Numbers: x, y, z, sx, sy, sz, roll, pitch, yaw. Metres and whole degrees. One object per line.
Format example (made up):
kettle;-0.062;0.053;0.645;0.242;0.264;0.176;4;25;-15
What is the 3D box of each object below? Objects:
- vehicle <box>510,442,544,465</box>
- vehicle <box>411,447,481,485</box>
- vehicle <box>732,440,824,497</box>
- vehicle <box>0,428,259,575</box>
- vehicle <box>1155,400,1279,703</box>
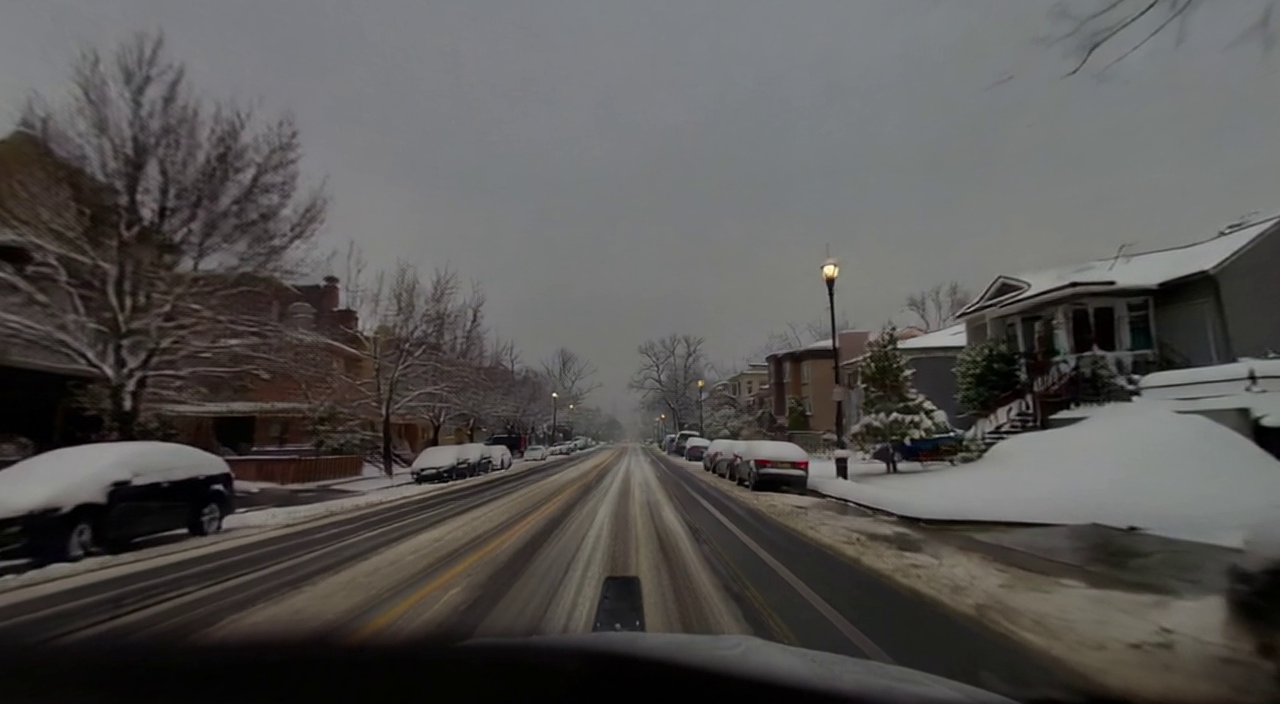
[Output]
vehicle;-8.369;7.496;47.024;1.883;1.565;3.655;-2;-8;-1
vehicle;-8.221;4.834;27.135;1.852;1.482;3.916;-1;-9;-1
vehicle;4.096;3.499;19.427;1.845;1.556;3.929;0;-8;-1
vehicle;-8.110;2.160;9.709;1.932;1.708;4.460;-1;-10;-4
vehicle;4.398;0.881;1.840;2.034;1.674;4.271;0;-8;-3
